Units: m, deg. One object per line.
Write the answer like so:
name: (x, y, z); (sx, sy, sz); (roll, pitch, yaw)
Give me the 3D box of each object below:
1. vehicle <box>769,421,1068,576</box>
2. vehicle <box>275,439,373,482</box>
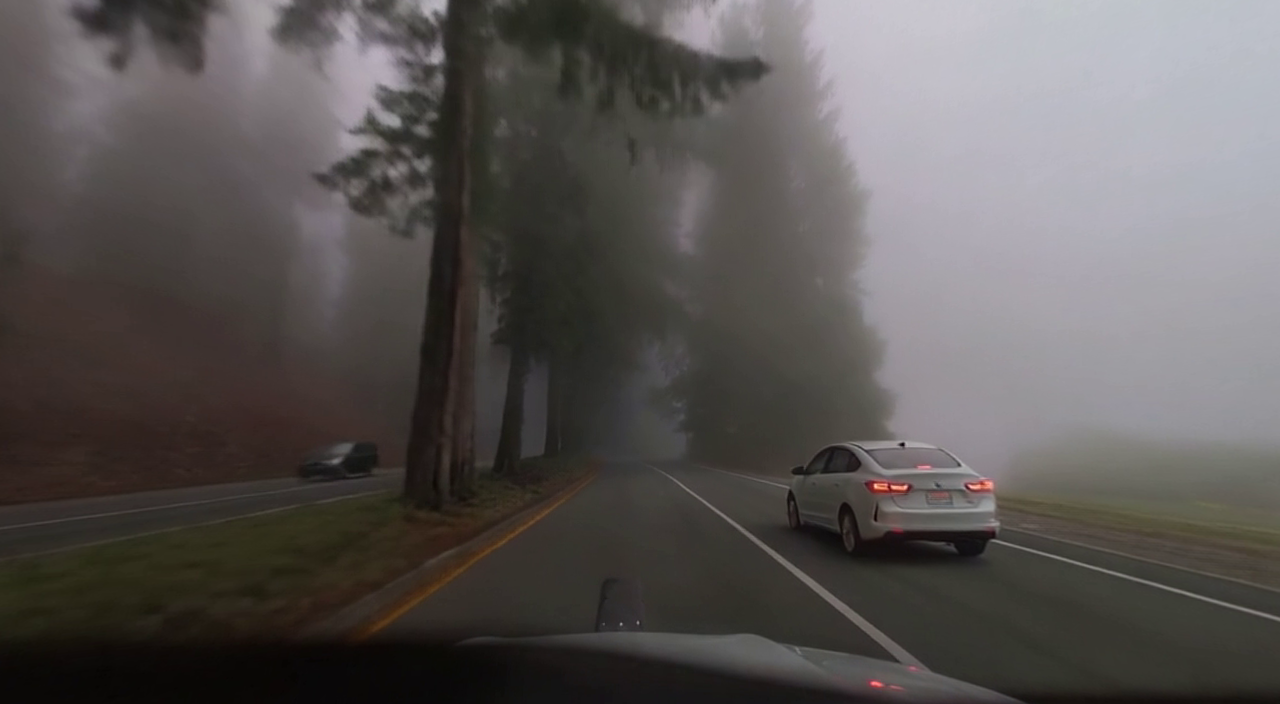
vehicle: (3.380, 1.875, 8.940); (2.060, 1.584, 4.592); (0, -9, -1)
vehicle: (-13.531, 4.667, 27.428); (1.978, 1.660, 4.462); (0, -9, -1)
